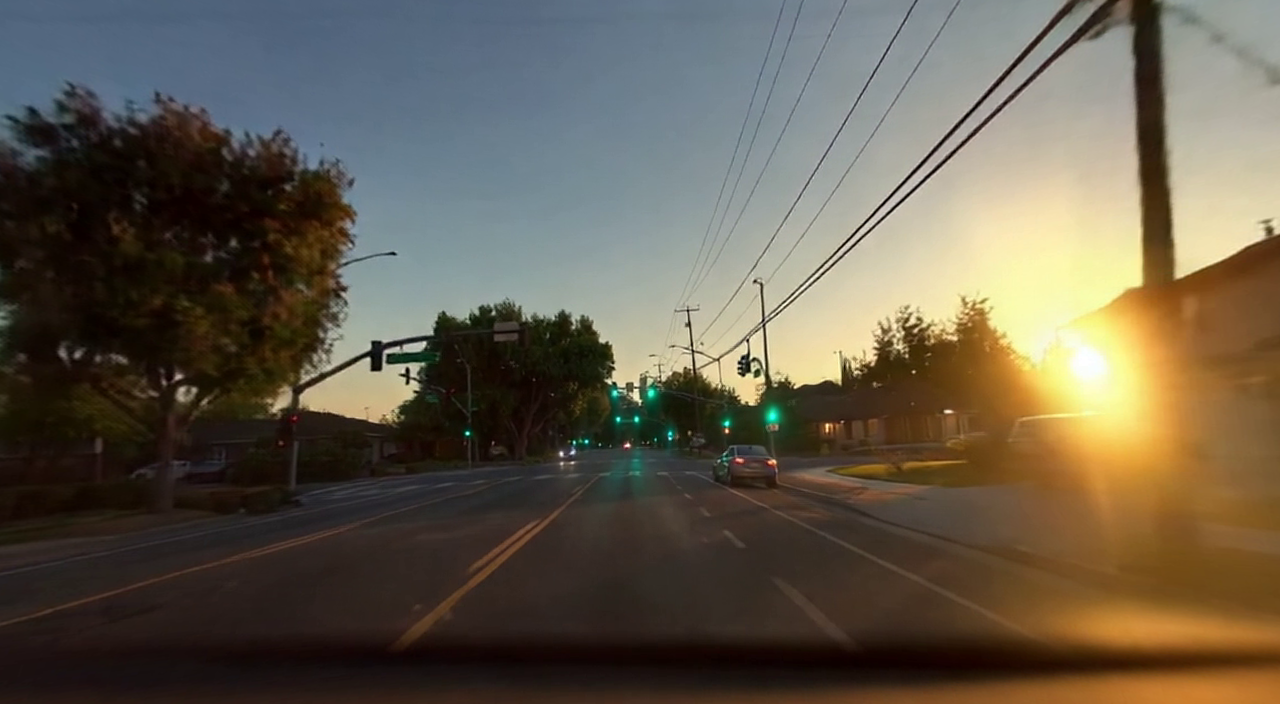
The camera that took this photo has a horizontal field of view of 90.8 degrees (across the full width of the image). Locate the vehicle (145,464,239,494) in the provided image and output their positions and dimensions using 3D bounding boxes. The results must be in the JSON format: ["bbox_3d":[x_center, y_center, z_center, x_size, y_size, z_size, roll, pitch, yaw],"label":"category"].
[{"bbox_3d":[-29.742,8.421,42.029,4.830,1.521,1.948,-5,-10,-1],"label":"vehicle"}]

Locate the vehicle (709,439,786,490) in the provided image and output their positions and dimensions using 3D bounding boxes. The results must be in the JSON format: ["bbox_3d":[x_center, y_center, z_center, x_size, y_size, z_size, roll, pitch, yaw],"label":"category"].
[{"bbox_3d":[3.789,4.032,23.066,1.900,1.661,4.346,0,-8,-2],"label":"vehicle"}]

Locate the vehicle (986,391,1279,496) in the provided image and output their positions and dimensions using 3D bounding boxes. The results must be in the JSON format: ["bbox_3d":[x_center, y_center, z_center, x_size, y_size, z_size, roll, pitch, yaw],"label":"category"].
[{"bbox_3d":[10.147,2.031,13.534,4.434,1.730,2.081,-8,-11,23],"label":"vehicle"}]

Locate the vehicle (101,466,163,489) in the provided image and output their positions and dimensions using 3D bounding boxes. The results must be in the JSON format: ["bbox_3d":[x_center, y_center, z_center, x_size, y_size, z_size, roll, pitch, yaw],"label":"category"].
[{"bbox_3d":[-39.968,9.862,49.799,1.722,1.569,4.038,-1,-8,-4],"label":"vehicle"}]
